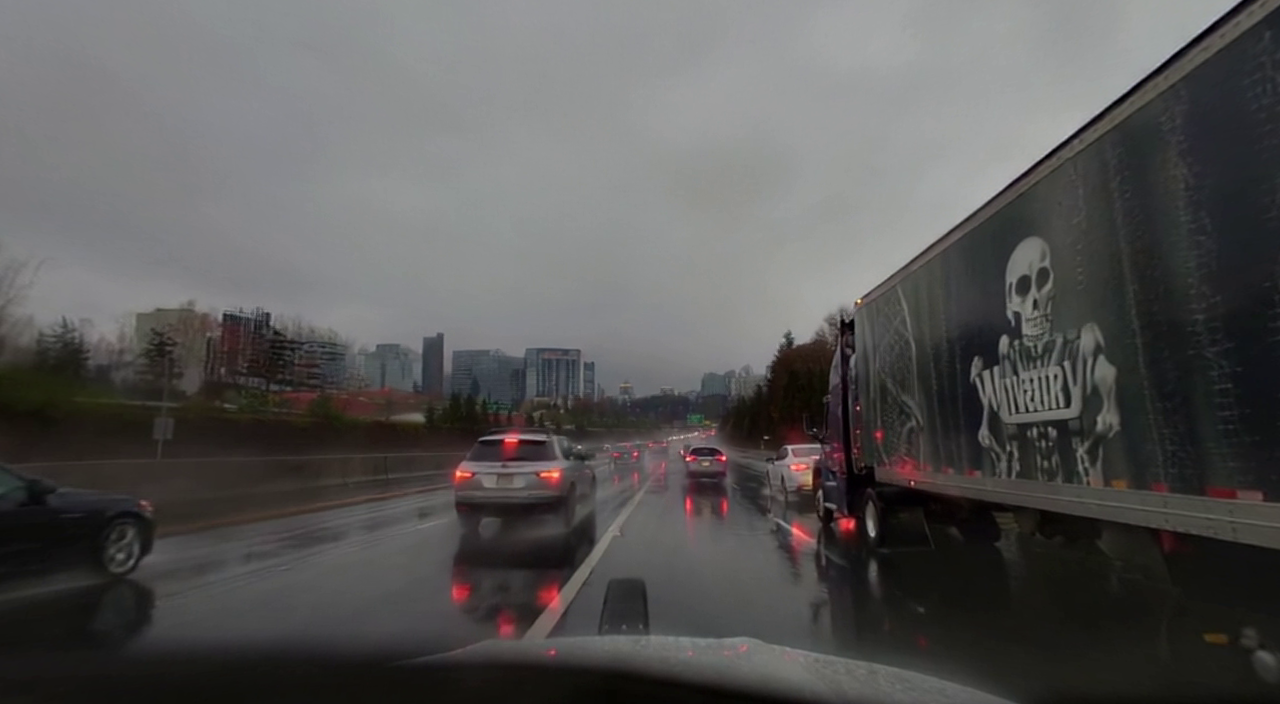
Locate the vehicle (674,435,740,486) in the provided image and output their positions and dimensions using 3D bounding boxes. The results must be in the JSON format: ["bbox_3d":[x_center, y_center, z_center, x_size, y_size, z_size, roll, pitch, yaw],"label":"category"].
[{"bbox_3d":[2.383,3.990,23.553,2.156,1.701,4.494,-1,-8,3],"label":"vehicle"}]

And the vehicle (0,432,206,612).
[{"bbox_3d":[-6.218,1.353,4.883,1.965,1.443,4.968,-1,-8,4],"label":"vehicle"}]

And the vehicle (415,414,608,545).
[{"bbox_3d":[-1.924,2.122,11.173,2.153,1.805,4.631,-1,-8,4],"label":"vehicle"}]

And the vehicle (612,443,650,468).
[{"bbox_3d":[-0.495,6.498,39.731,2.036,1.441,4.253,-1,-8,4],"label":"vehicle"}]

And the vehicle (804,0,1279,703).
[{"bbox_3d":[3.972,0.589,5.439,2.987,3.212,9.311,-1,-8,3],"label":"vehicle"}]
